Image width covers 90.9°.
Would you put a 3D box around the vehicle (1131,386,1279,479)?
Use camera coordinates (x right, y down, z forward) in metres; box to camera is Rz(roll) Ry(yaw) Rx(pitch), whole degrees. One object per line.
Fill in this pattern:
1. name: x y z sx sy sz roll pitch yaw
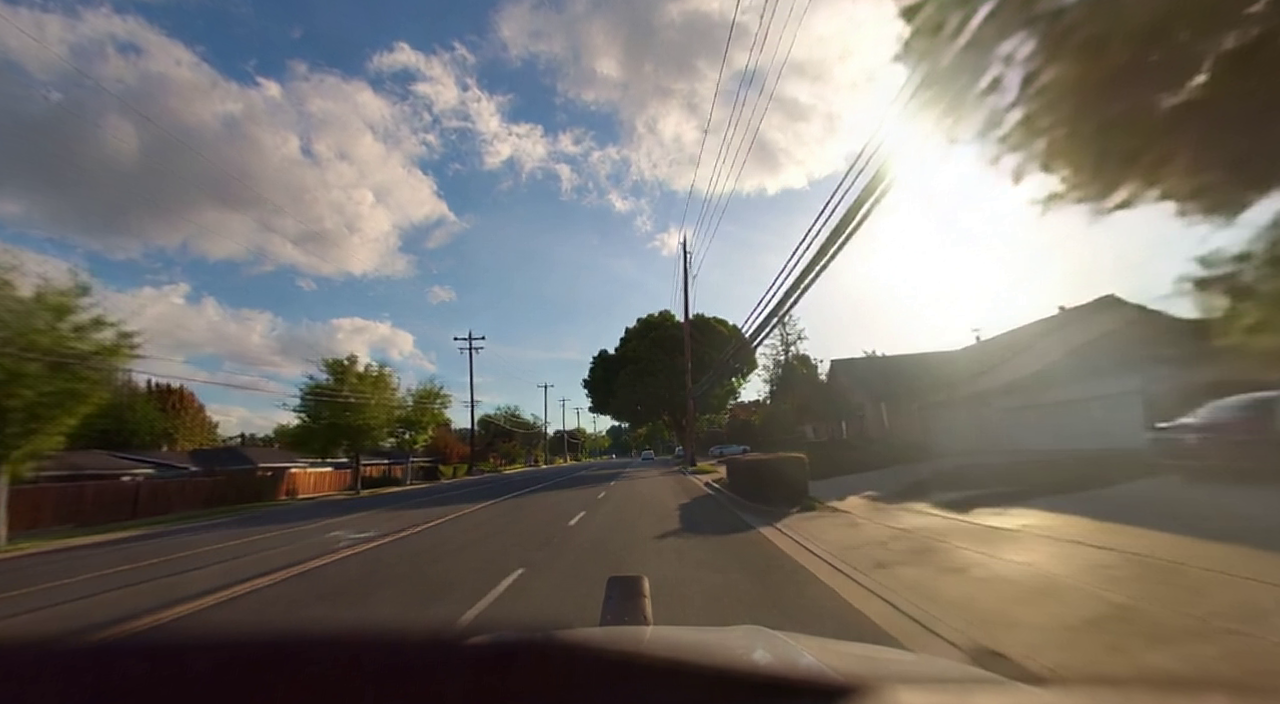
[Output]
1. vehicle: 11.427 1.407 11.096 3.992 1.486 1.727 -1 -9 1
